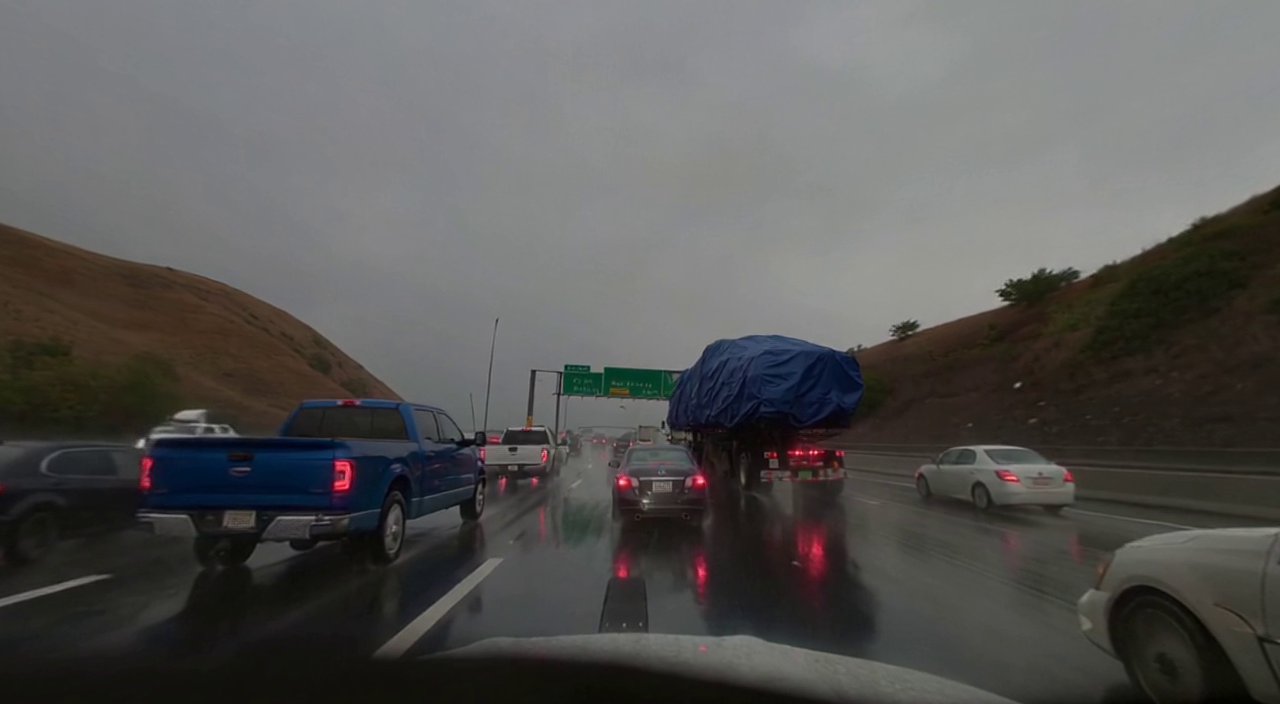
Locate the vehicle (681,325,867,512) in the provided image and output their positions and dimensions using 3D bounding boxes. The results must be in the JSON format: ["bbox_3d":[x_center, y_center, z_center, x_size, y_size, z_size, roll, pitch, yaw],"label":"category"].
[{"bbox_3d":[3.284,2.197,19.339,2.759,4.098,10.906,0,-8,-3],"label":"vehicle"}]

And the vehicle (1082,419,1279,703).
[{"bbox_3d":[3.555,0.797,1.107,2.169,1.447,4.817,0,-8,2],"label":"vehicle"}]

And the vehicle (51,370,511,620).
[{"bbox_3d":[-3.294,1.474,7.576,2.318,1.902,5.374,0,-8,0],"label":"vehicle"}]

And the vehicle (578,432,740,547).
[{"bbox_3d":[0.221,2.082,10.263,2.105,1.471,3.978,0,-8,-1],"label":"vehicle"}]

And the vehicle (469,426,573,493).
[{"bbox_3d":[-3.544,3.326,19.969,2.348,1.821,5.061,0,-8,0],"label":"vehicle"}]

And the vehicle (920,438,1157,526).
[{"bbox_3d":[7.774,2.530,12.948,2.092,1.495,4.194,0,-8,0],"label":"vehicle"}]
